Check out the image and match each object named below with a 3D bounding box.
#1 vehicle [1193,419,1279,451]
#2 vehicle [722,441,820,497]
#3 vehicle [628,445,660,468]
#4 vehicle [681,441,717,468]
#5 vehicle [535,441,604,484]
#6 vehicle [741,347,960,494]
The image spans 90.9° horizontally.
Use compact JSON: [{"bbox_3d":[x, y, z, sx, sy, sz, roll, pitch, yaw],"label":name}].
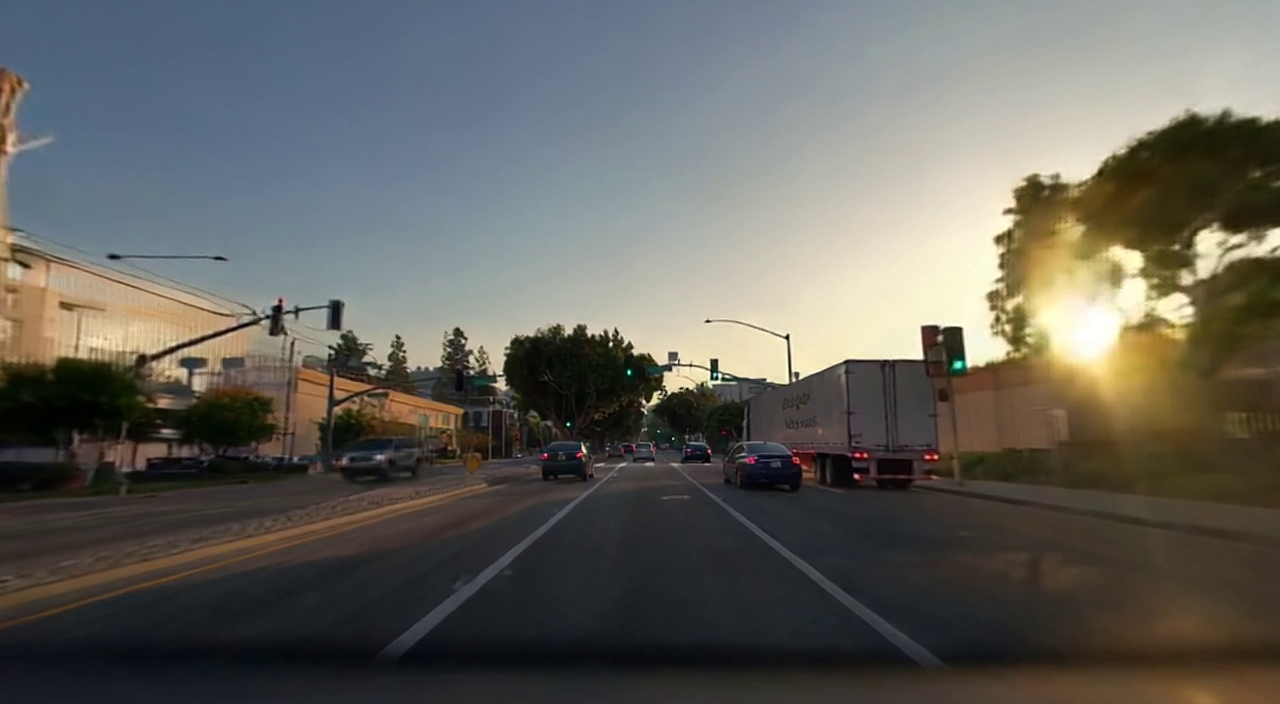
[{"bbox_3d":[36.281,4.910,37.405,5.045,1.644,1.906,-3,-8,-3],"label":"vehicle"},{"bbox_3d":[3.736,3.393,18.772,1.972,1.452,4.189,0,-8,-1],"label":"vehicle"},{"bbox_3d":[0.242,7.039,42.773,2.020,1.461,4.326,0,-8,0],"label":"vehicle"},{"bbox_3d":[3.902,6.881,42.561,2.050,1.683,3.990,0,-8,0],"label":"vehicle"},{"bbox_3d":[-2.599,4.189,24.241,2.003,1.509,4.396,0,-8,2],"label":"vehicle"},{"bbox_3d":[7.483,3.251,27.054,3.383,4.268,17.469,0,-8,0],"label":"vehicle"}]
